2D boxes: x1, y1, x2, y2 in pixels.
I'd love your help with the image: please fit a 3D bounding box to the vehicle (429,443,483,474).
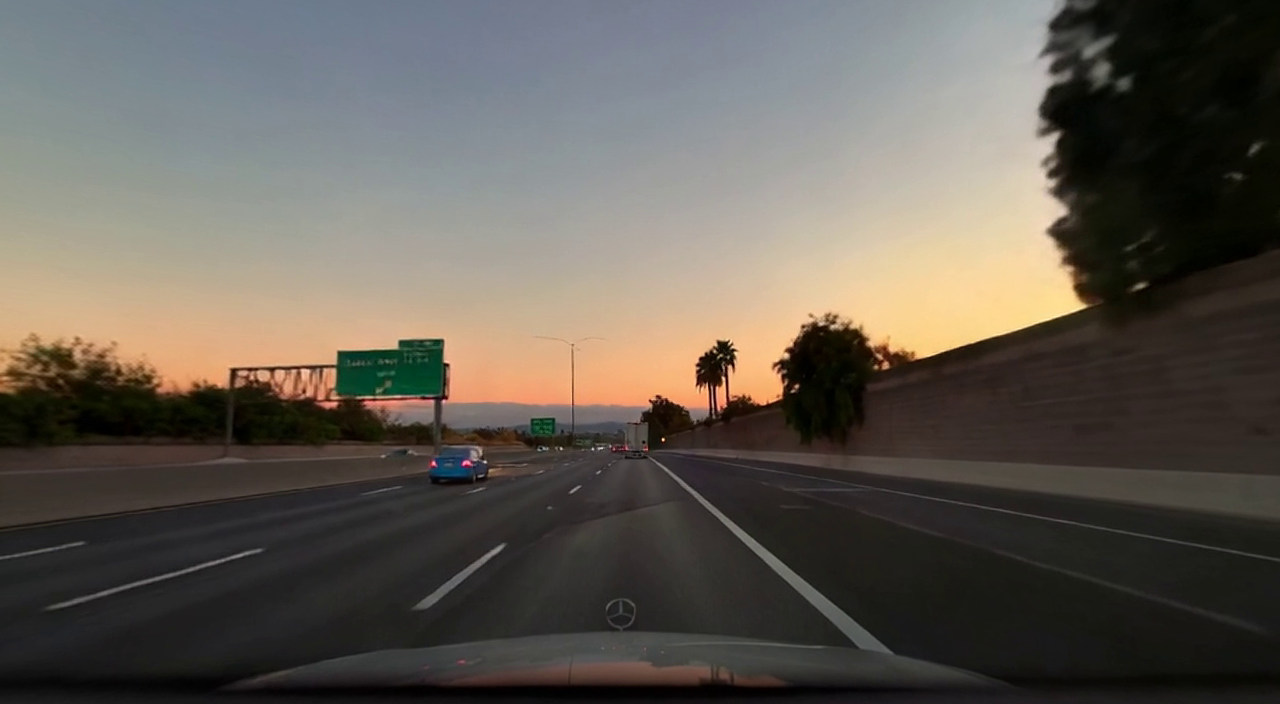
[{"bbox_3d":[-10.657,6.173,36.863,1.897,1.653,4.113,0,-9,0],"label":"vehicle"}]
